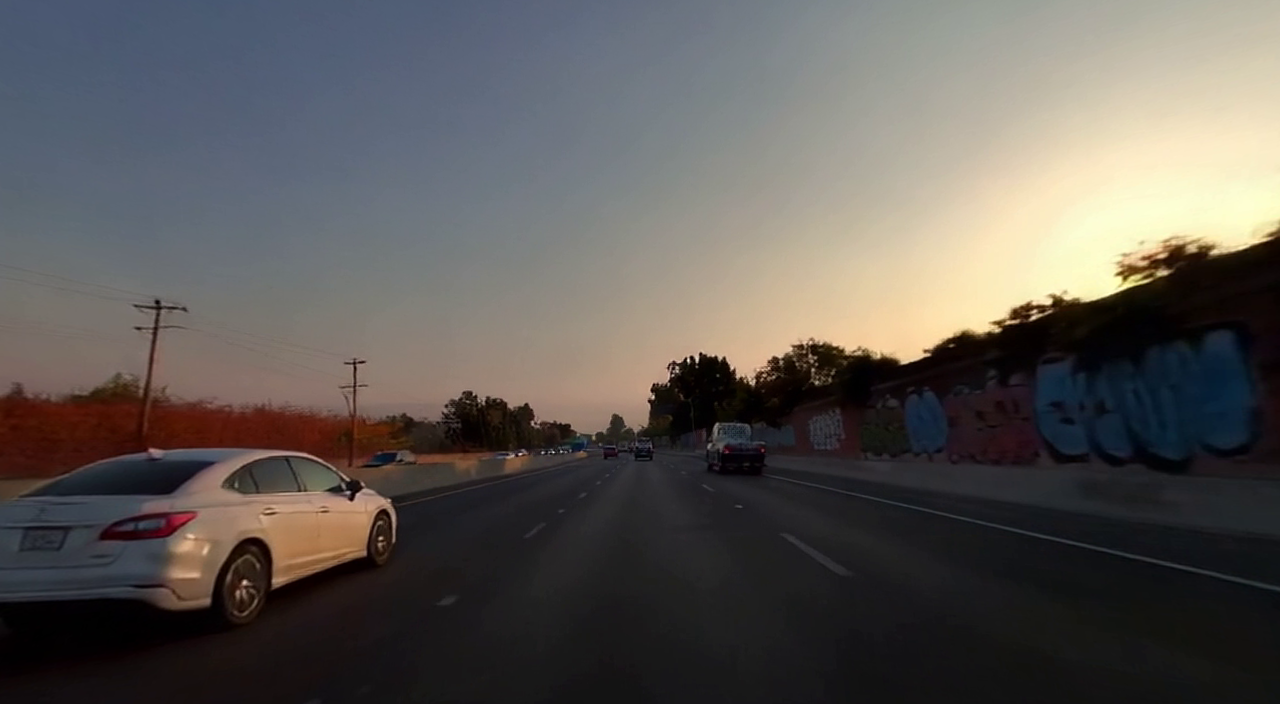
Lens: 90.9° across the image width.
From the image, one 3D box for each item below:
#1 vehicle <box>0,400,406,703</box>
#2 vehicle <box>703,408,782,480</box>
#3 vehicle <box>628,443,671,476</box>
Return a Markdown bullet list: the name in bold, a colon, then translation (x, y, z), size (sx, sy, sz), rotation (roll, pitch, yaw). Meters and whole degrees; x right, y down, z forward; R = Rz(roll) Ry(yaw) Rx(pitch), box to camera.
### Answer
- **vehicle**: translation (-3.585, 1.259, 4.642), size (2.023, 1.444, 4.379), rotation (0, -9, 0)
- **vehicle**: translation (4.545, 4.291, 29.216), size (2.549, 2.931, 6.310), rotation (0, -9, 0)
- **vehicle**: translation (0.452, 5.374, 31.616), size (2.009, 1.506, 4.091), rotation (0, -9, 1)
